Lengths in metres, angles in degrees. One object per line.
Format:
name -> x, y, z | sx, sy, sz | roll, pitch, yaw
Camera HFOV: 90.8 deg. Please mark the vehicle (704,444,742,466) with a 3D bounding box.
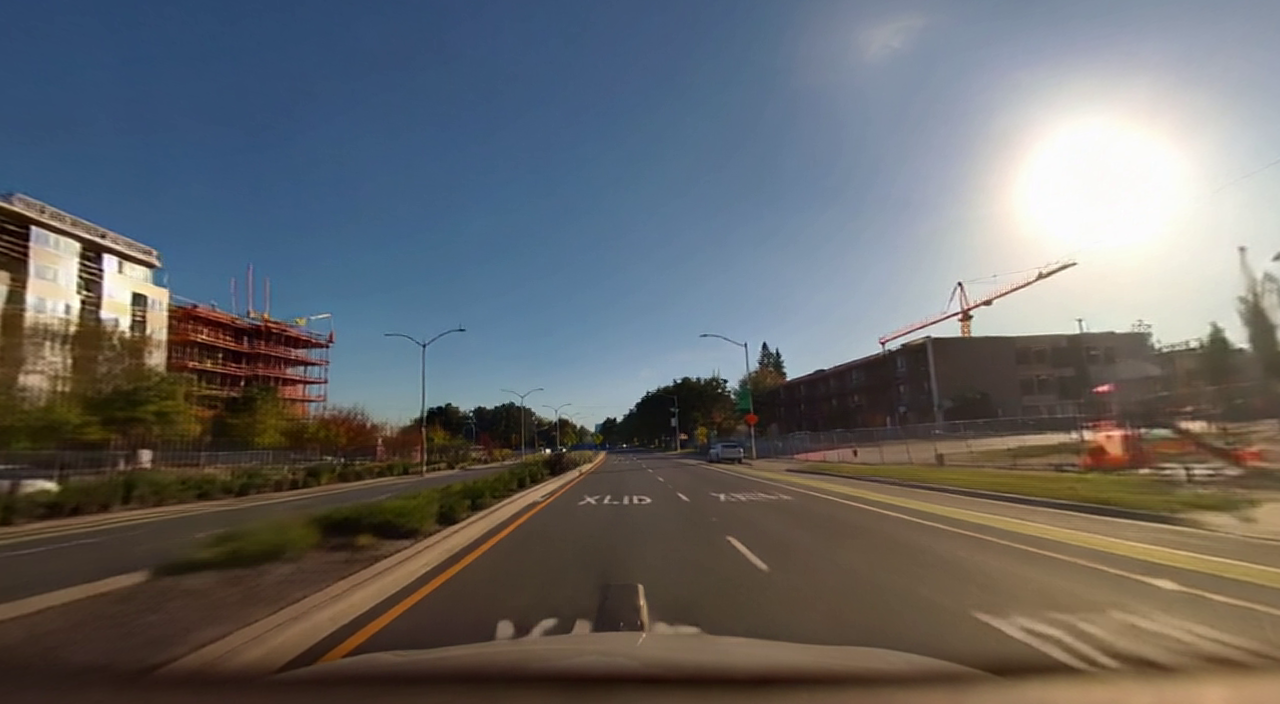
vehicle -> 6.280, 7.837, 48.384 | 1.986, 1.498, 5.099 | 3, -9, -2
